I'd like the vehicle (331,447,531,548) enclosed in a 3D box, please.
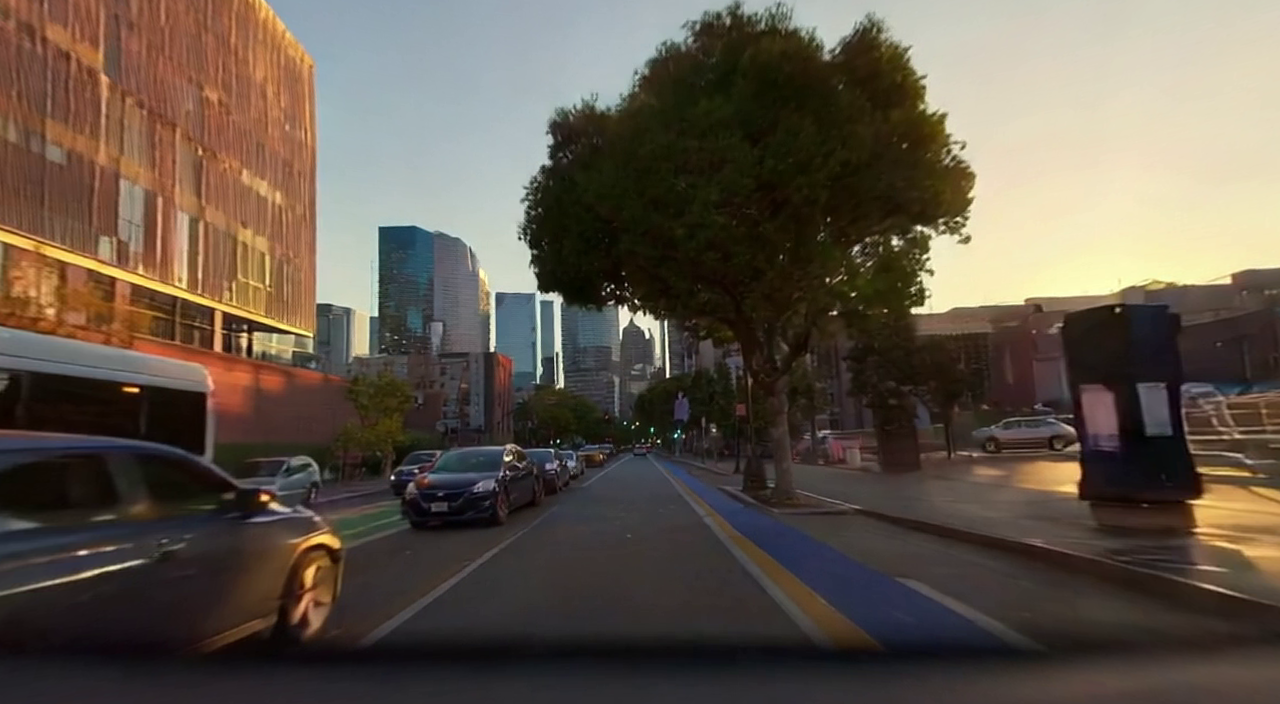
[{"bbox_3d":[-3.605,2.581,12.031,2.127,1.514,4.617,0,-8,1],"label":"vehicle"}]

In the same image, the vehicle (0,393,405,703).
[{"bbox_3d":[-3.464,1.170,3.670,2.266,1.621,4.783,0,-8,1],"label":"vehicle"}]
